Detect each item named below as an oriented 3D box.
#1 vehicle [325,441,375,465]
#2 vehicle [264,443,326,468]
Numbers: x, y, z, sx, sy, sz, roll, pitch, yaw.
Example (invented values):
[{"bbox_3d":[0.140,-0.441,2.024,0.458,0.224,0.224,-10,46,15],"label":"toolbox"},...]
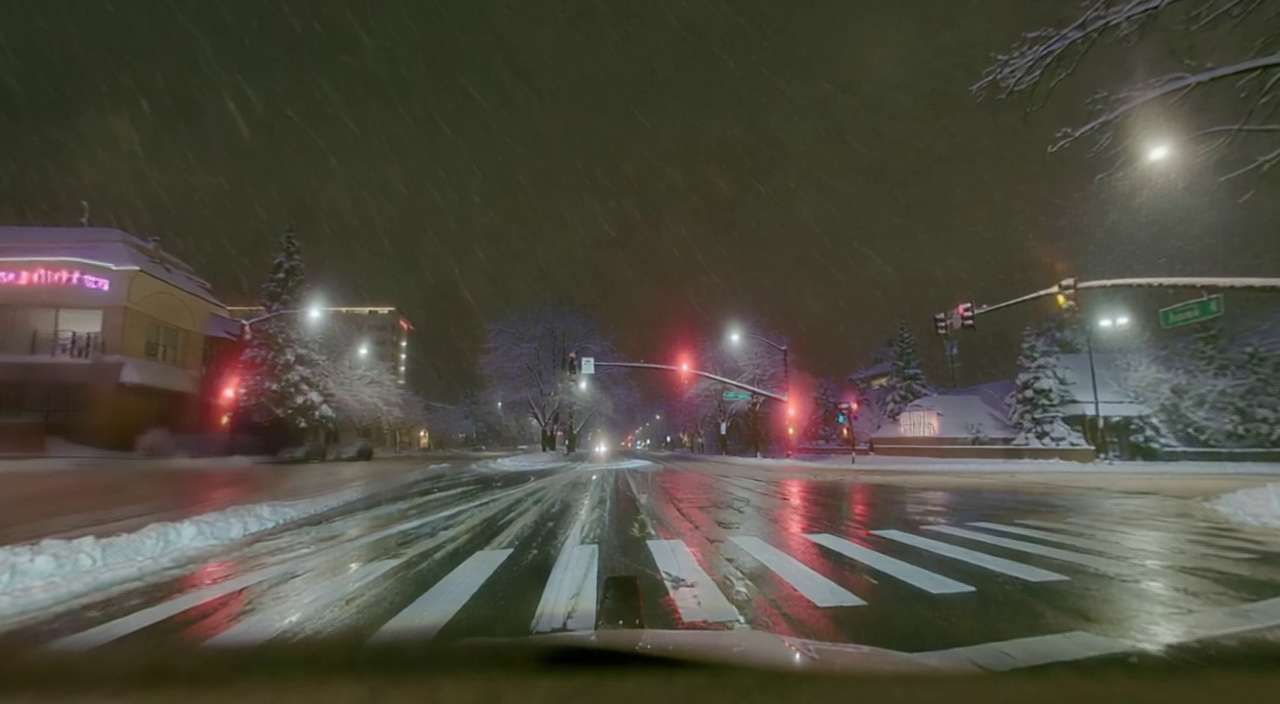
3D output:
[{"bbox_3d":[-22.444,7.801,49.044,2.023,1.706,4.756,1,-9,-6],"label":"vehicle"},{"bbox_3d":[-21.834,6.557,40.149,2.005,1.496,4.020,1,-9,-6],"label":"vehicle"}]
